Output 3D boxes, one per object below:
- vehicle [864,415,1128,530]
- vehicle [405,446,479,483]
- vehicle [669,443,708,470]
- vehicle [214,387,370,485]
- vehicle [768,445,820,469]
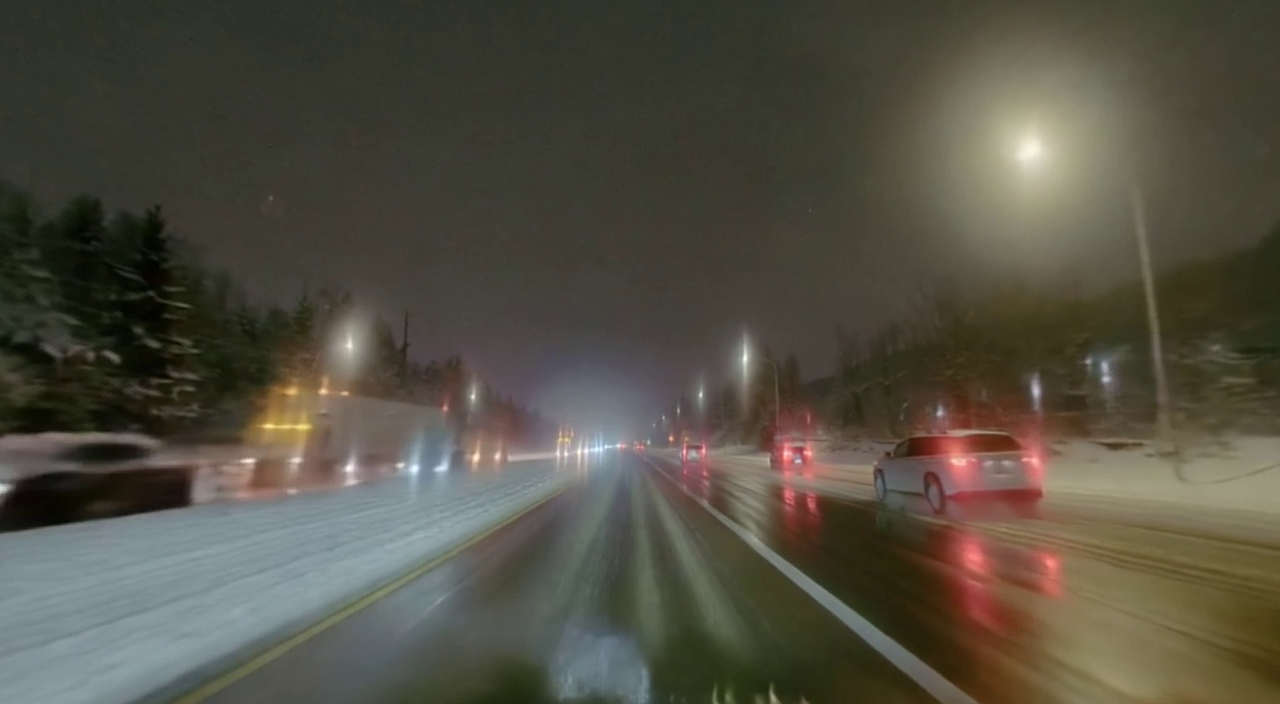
[{"bbox_3d":[6.810,2.375,13.110,2.244,1.858,5.414,0,-9,-1],"label":"vehicle"},{"bbox_3d":[-8.051,4.582,26.016,1.873,1.404,3.564,0,-9,1],"label":"vehicle"},{"bbox_3d":[3.022,6.618,40.292,2.018,1.600,4.121,0,-9,-2],"label":"vehicle"},{"bbox_3d":[-15.408,3.852,28.760,3.225,3.908,6.550,0,-9,0],"label":"vehicle"},{"bbox_3d":[10.170,6.950,42.030,1.987,1.502,5.130,0,-9,-2],"label":"vehicle"}]
